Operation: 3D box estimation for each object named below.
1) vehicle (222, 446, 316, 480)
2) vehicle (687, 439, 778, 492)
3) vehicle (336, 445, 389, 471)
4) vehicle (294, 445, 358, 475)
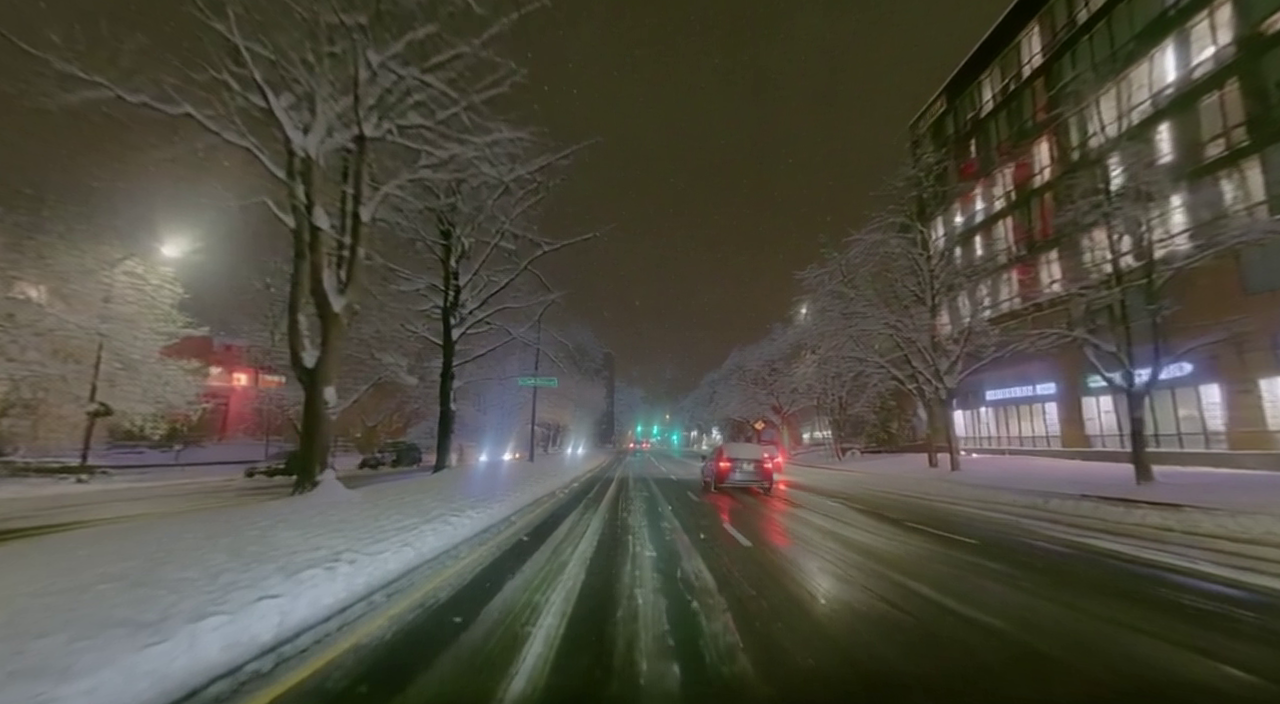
[{"bbox_3d":[-19.627,5.865,33.735,1.977,1.687,4.909,0,-8,1],"label":"vehicle"},{"bbox_3d":[2.824,3.583,20.311,2.131,1.491,4.496,0,-8,-1],"label":"vehicle"},{"bbox_3d":[-19.765,7.557,45.171,1.748,1.729,4.394,0,-8,0],"label":"vehicle"},{"bbox_3d":[-19.621,6.726,39.690,1.875,1.734,4.252,0,-8,-1],"label":"vehicle"}]
